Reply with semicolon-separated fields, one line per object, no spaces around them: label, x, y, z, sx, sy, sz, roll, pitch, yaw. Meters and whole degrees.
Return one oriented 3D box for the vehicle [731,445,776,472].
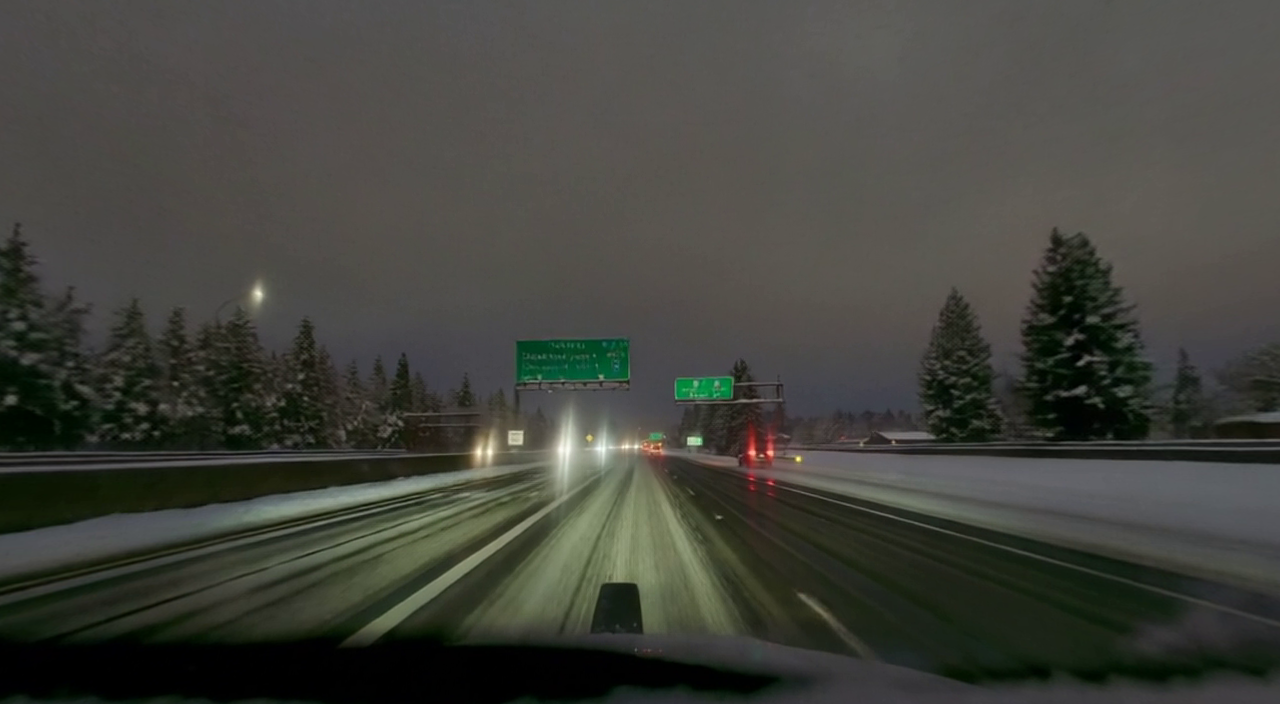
vehicle;7.090;6.684;39.814;1.958;1.498;4.447;0;-7;-1
